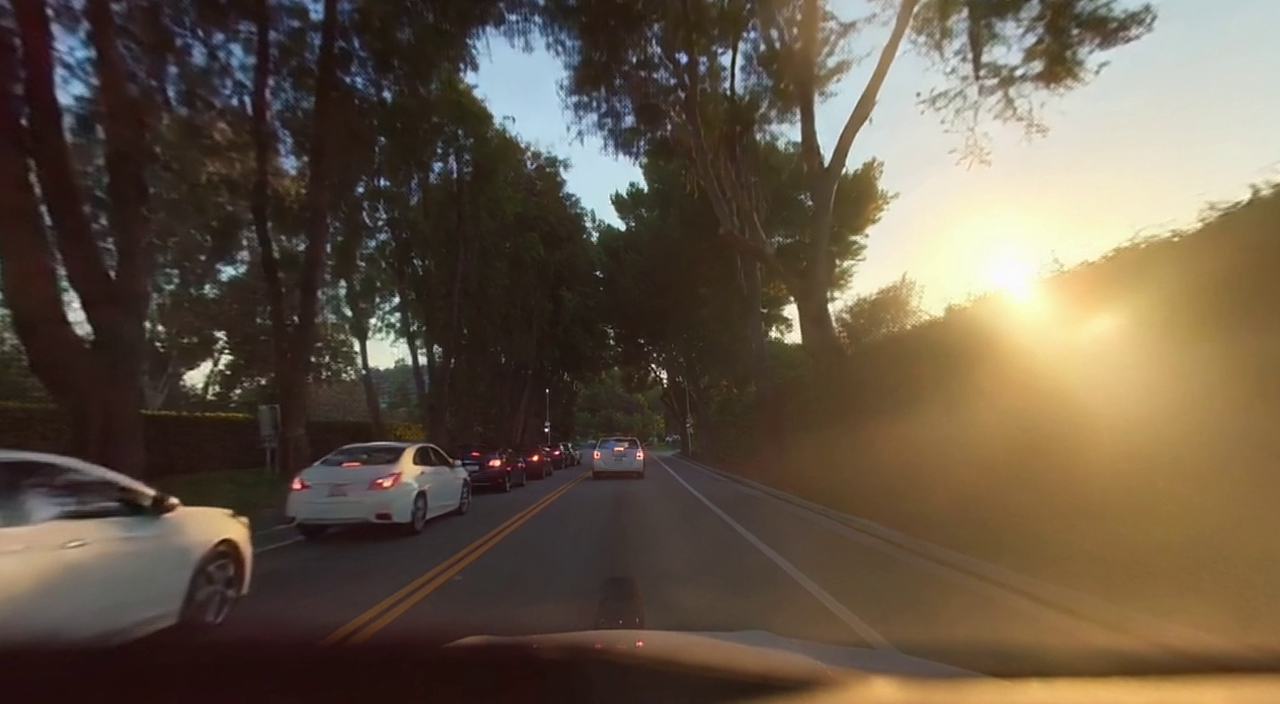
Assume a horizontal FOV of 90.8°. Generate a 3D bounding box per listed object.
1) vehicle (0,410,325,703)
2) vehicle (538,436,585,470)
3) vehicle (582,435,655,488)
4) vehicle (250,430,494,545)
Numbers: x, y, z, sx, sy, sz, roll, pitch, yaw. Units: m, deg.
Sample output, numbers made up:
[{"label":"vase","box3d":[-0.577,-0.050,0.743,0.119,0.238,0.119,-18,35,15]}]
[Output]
[{"label":"vehicle","box3d":[-3.692,1.046,3.121,2.030,1.452,4.312,0,-8,0]},{"label":"vehicle","box3d":[-4.128,5.378,33.844,1.983,1.697,4.285,0,-8,0]},{"label":"vehicle","box3d":[-0.657,3.473,20.413,2.127,1.517,4.090,0,-8,-1]},{"label":"vehicle","box3d":[-4.017,2.101,10.576,1.968,1.459,4.734,0,-8,1]}]
